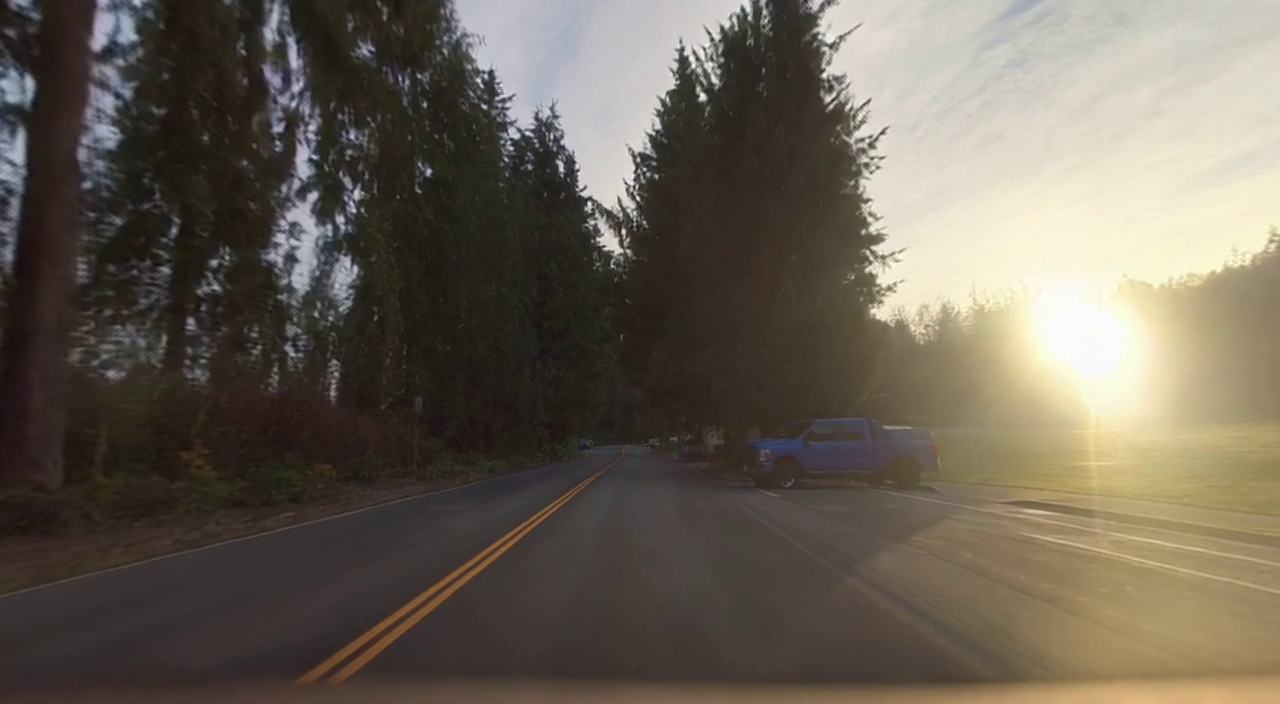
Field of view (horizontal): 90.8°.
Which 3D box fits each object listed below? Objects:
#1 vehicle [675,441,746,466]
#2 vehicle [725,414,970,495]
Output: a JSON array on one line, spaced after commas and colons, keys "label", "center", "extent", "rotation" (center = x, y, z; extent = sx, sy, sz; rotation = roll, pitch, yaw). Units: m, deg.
[{"label": "vehicle", "center": [5.032, 7.319, 45.471], "extent": [4.791, 1.706, 1.963], "rotation": [1, -9, -5]}, {"label": "vehicle", "center": [6.233, 3.168, 19.776], "extent": [6.645, 2.298, 2.763], "rotation": [0, -9, -3]}]
